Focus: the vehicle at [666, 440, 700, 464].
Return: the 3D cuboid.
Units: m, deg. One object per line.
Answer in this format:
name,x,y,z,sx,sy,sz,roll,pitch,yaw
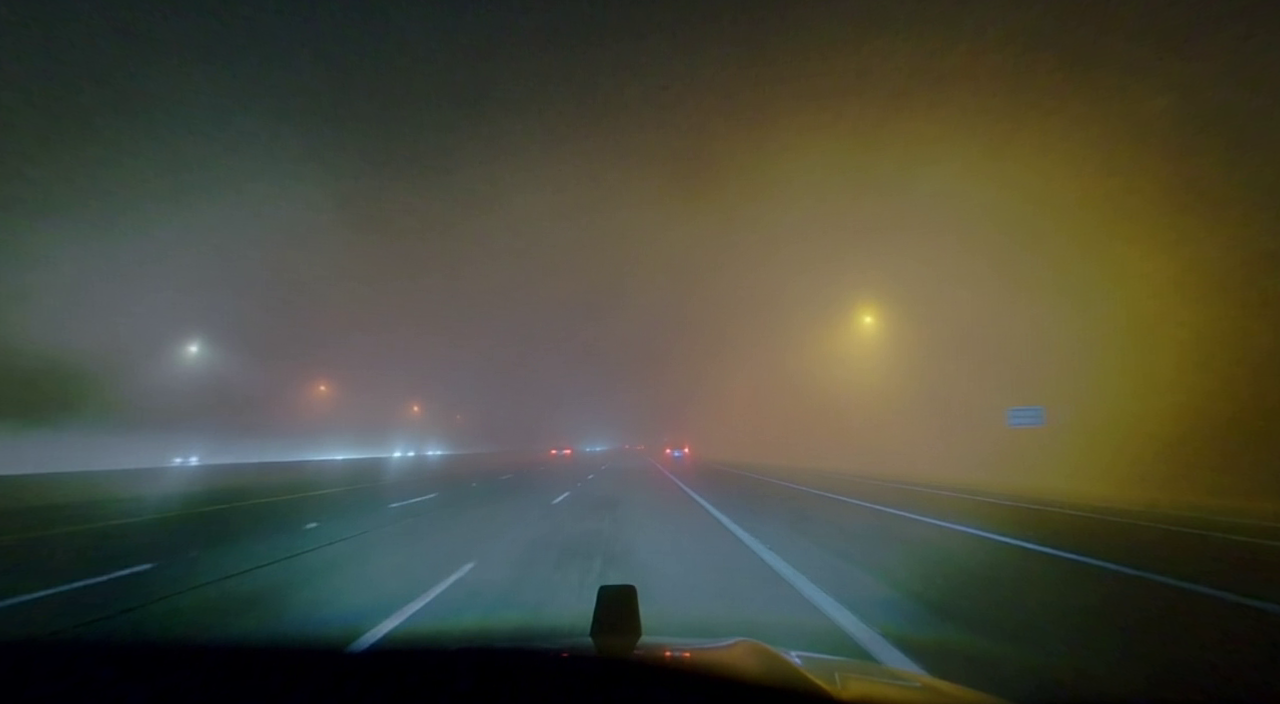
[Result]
vehicle,3.347,7.834,49.710,2.166,1.770,4.703,0,-9,-2
